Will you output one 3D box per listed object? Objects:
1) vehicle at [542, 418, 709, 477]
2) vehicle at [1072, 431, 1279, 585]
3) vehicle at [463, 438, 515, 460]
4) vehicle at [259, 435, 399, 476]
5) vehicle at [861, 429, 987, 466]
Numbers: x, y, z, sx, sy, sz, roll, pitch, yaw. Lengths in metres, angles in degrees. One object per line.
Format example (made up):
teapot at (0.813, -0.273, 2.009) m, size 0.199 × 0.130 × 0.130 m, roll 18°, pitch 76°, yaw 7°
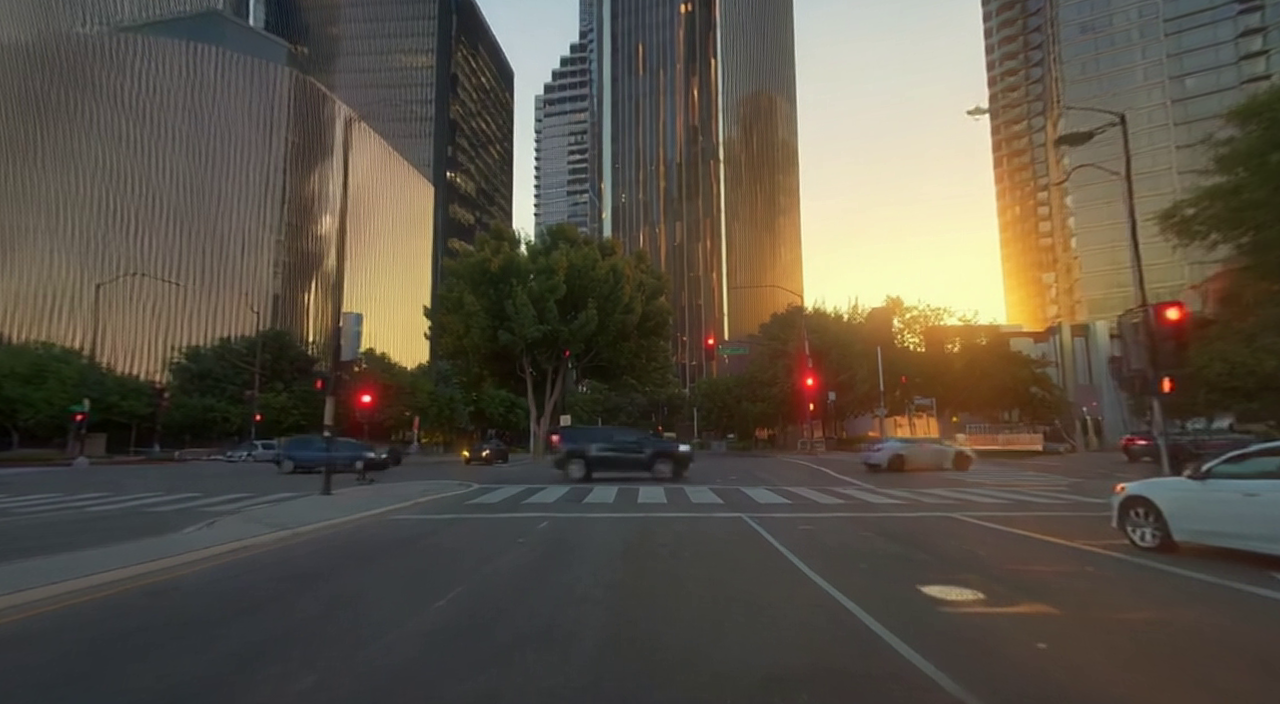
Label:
vehicle at (-0.546, 3.397, 22.588) m, size 5.659 × 1.967 × 2.149 m, roll 0°, pitch -9°, yaw -4°
vehicle at (7.203, 1.571, 6.531) m, size 1.936 × 1.489 × 4.885 m, roll 0°, pitch -9°, yaw -1°
vehicle at (-10.803, 6.988, 45.493) m, size 1.964 × 1.476 × 4.593 m, roll -2°, pitch -9°, yaw 10°
vehicle at (-12.097, 4.053, 24.834) m, size 4.482 × 1.492 × 1.805 m, roll 0°, pitch -9°, yaw -4°
vehicle at (12.021, 4.065, 26.883) m, size 4.503 × 1.475 × 1.789 m, roll 0°, pitch -9°, yaw -4°
